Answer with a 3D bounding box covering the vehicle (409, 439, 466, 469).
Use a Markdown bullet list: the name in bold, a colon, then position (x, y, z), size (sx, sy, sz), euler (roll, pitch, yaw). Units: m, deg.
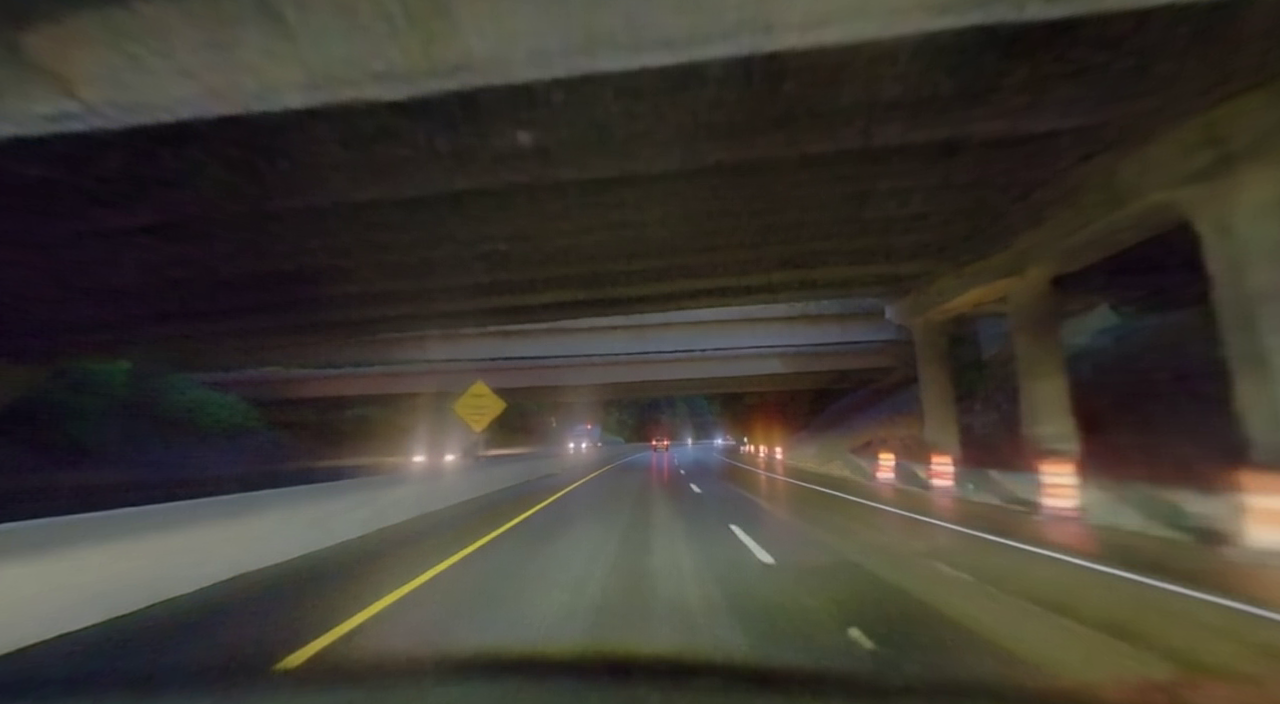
- **vehicle**: position (-9.962, 5.012, 31.247), size (1.667, 1.399, 3.428), euler (0, -8, 1)
